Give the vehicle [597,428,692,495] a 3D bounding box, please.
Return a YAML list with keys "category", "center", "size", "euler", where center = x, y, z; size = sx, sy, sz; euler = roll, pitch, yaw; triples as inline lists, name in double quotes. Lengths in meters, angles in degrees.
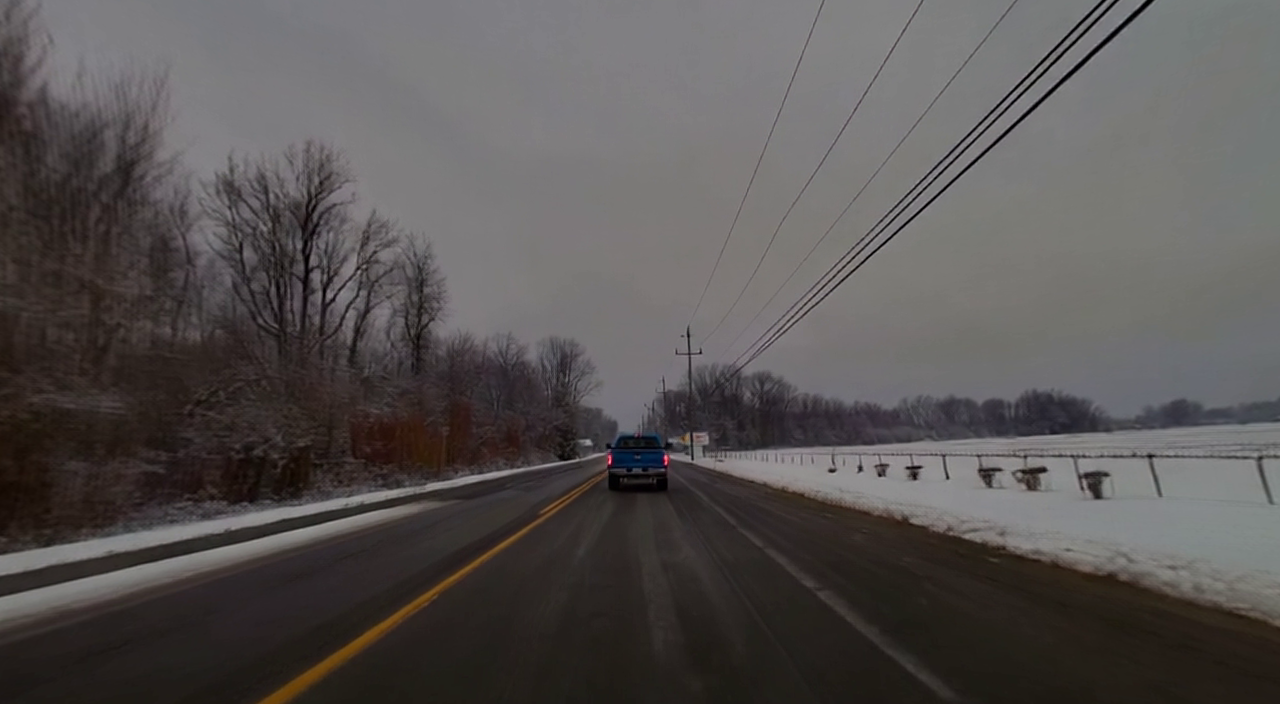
- category: "vehicle"
  center: [0.103, 3.945, 23.228]
  size: [2.921, 2.031, 7.416]
  euler: [0, -9, 0]
